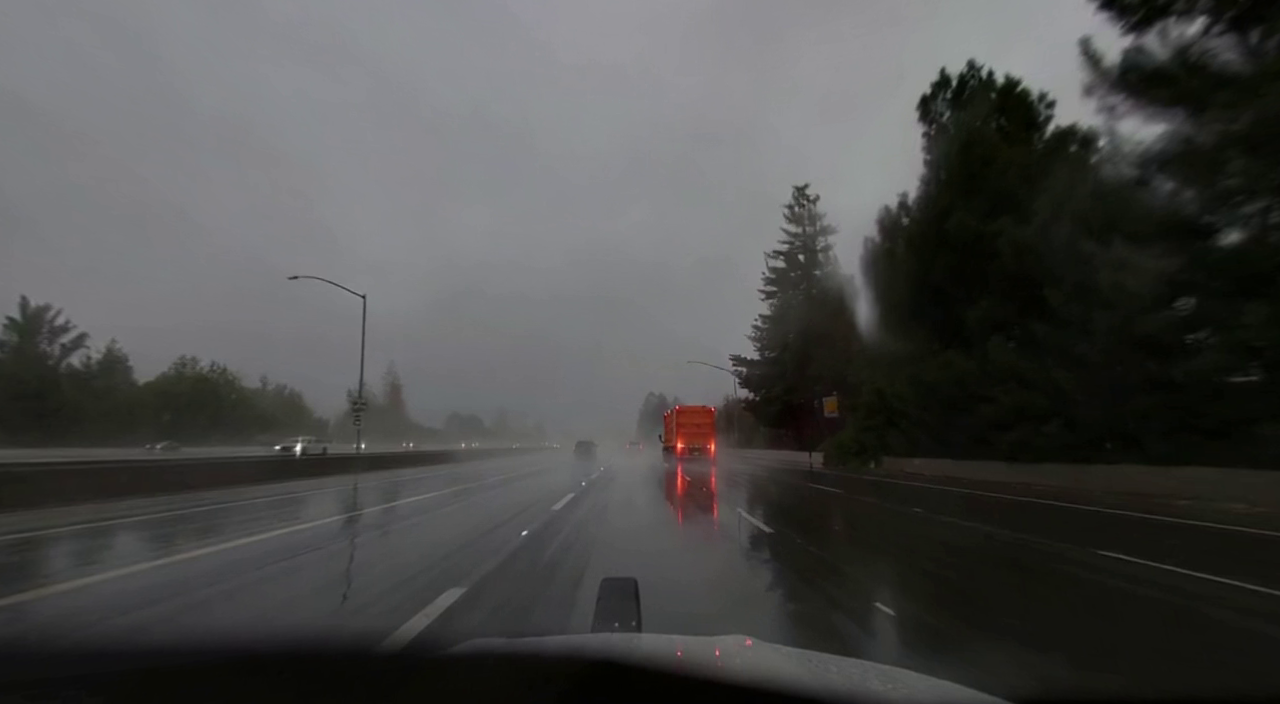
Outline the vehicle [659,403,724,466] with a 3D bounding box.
[{"bbox_3d":[3.087,5.515,41.407,2.966,3.586,10.563,0,-9,-2],"label":"vehicle"}]
